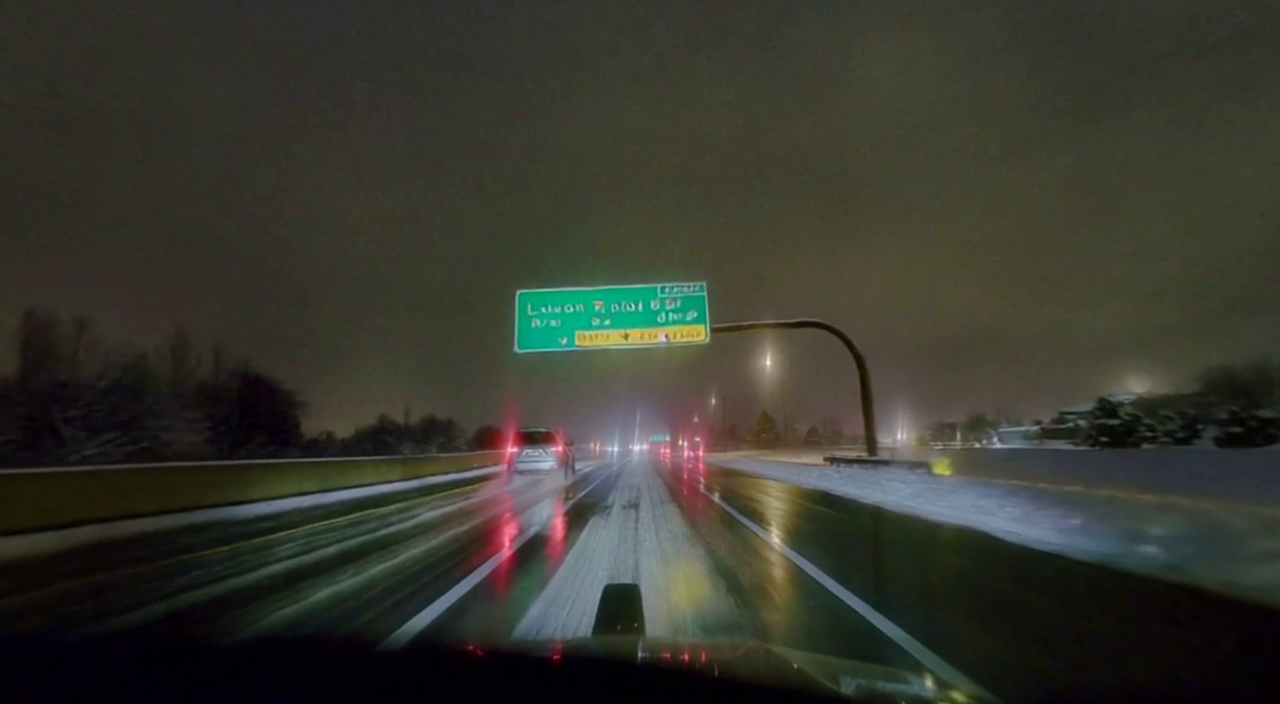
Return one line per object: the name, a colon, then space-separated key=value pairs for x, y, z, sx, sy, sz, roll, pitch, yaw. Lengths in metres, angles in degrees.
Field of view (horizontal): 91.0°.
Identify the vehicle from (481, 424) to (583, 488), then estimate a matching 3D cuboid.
vehicle: x=-3.535 y=3.569 z=21.965 sx=2.431 sy=1.928 sz=5.760 roll=0 pitch=-8 yaw=1
